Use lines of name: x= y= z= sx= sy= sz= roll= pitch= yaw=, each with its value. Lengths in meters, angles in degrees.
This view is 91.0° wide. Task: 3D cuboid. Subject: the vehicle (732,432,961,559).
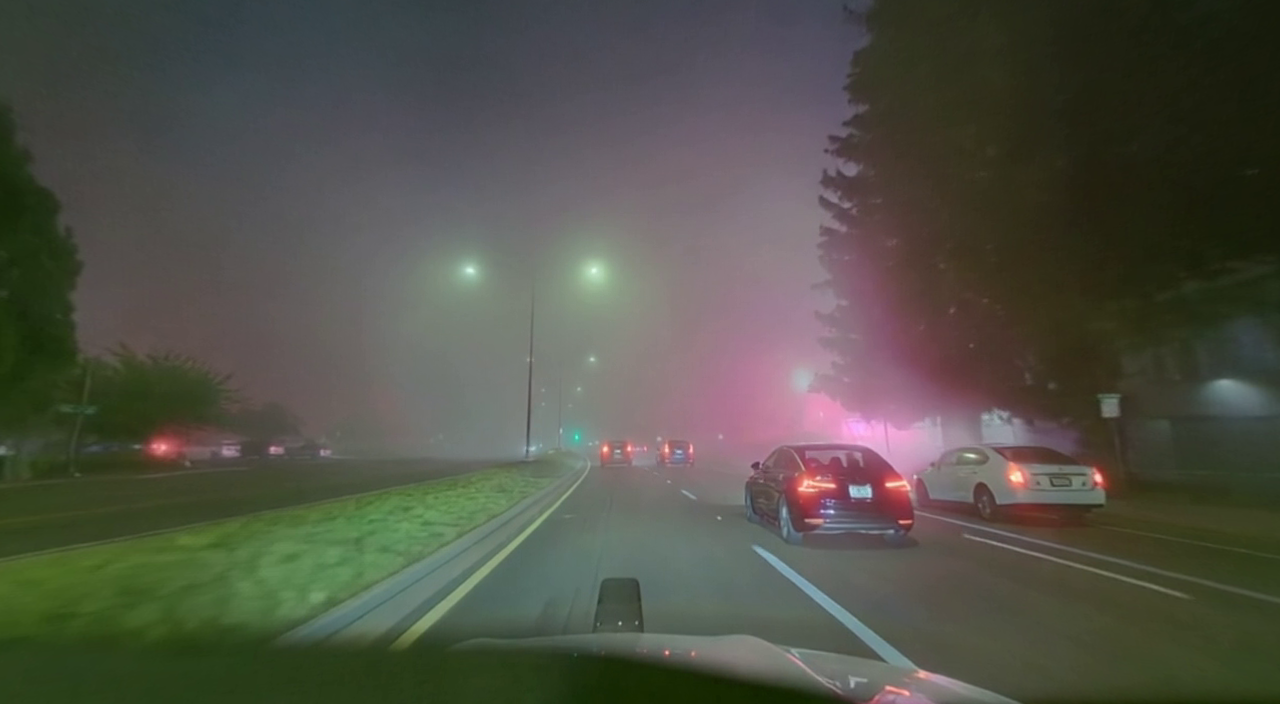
vehicle: x=2.713 y=1.977 z=9.467 sx=1.883 sy=1.452 sz=4.258 roll=0 pitch=-8 yaw=-2

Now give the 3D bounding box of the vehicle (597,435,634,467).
vehicle: x=-1.525 y=5.960 z=37.885 sx=2.051 sy=1.798 sz=4.168 roll=0 pitch=-8 yaw=-5

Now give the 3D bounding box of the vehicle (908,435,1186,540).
vehicle: x=6.696 y=2.241 z=11.098 sx=1.917 sy=1.457 sz=4.274 roll=0 pitch=-8 yaw=-2

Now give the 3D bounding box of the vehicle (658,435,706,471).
vehicle: x=2.155 y=5.353 z=33.513 sx=2.000 sy=1.745 sz=4.206 roll=0 pitch=-8 yaw=-4
